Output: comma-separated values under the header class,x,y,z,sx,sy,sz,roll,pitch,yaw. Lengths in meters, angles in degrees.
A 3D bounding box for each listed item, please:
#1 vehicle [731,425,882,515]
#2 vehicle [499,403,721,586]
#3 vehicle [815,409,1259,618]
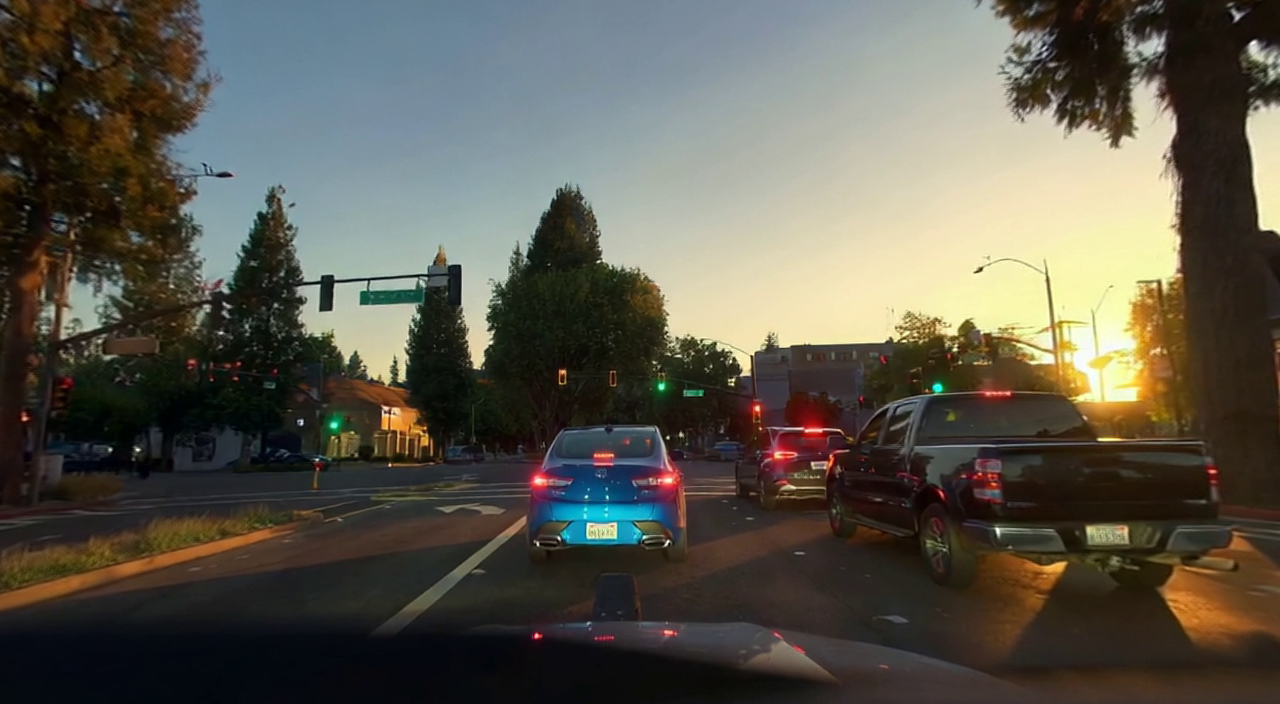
class,x,y,z,sx,sy,sz,roll,pitch,yaw
vehicle,3.367,2.480,13.798,2.031,1.626,4.264,0,-8,-2
vehicle,-0.285,1.585,7.746,2.037,1.674,3.693,0,-8,0
vehicle,3.634,1.554,7.107,1.955,1.550,4.587,0,-8,-1
